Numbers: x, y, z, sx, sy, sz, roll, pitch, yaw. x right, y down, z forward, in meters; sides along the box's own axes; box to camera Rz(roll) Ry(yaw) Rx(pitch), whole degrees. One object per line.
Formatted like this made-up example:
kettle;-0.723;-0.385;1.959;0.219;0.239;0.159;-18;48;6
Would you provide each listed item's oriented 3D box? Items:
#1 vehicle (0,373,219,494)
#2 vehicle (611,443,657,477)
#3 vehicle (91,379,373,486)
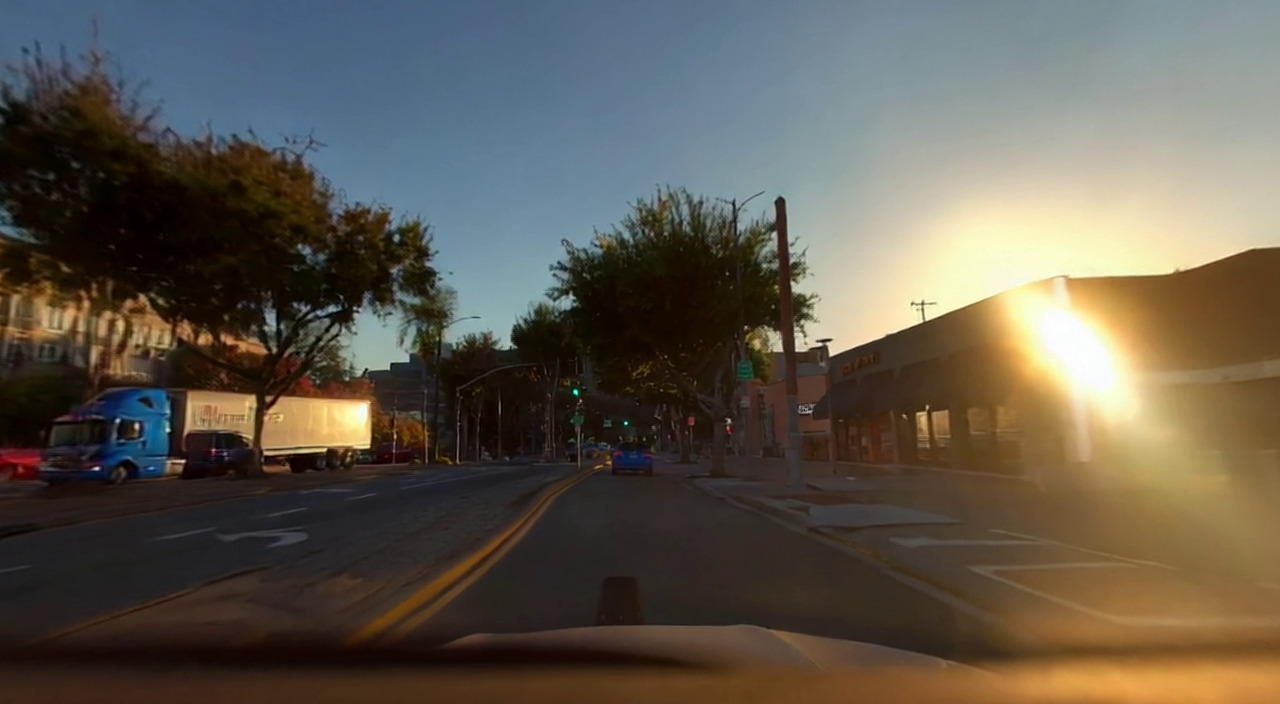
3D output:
vehicle;-20.231;3.139;24.091;3.045;3.961;6.104;-3;-9;18
vehicle;-0.220;4.938;29.129;2.006;1.470;3.799;0;-8;1
vehicle;-18.194;3.924;30.014;2.792;4.025;11.784;-3;-9;19
